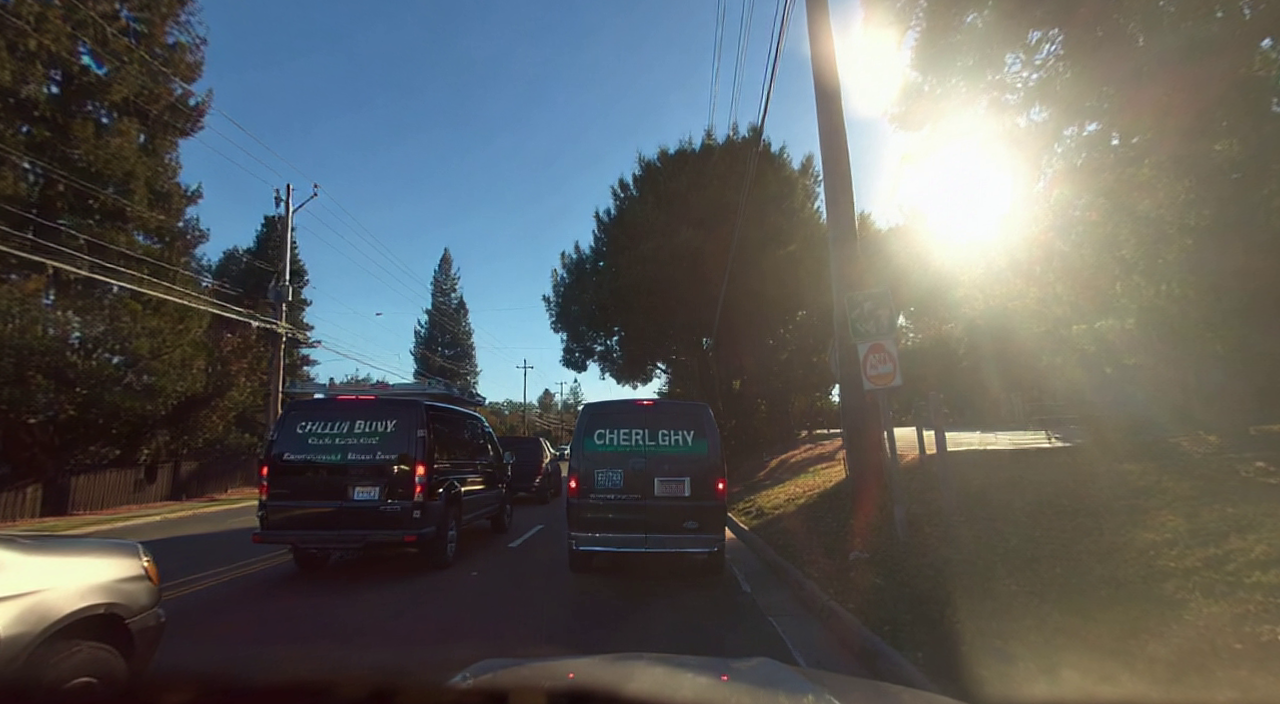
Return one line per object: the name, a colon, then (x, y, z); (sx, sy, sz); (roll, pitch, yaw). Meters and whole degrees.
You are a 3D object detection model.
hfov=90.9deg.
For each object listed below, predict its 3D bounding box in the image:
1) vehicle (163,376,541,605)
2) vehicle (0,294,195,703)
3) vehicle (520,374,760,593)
vehicle: (-2.755, 1.481, 7.618); (2.109, 1.851, 4.749); (-1, -8, 3)
vehicle: (-3.125, 0.473, 0.237); (2.160, 1.796, 4.997); (0, -8, 1)
vehicle: (0.107, 1.461, 7.690); (2.117, 1.911, 4.095); (-1, -8, 3)
